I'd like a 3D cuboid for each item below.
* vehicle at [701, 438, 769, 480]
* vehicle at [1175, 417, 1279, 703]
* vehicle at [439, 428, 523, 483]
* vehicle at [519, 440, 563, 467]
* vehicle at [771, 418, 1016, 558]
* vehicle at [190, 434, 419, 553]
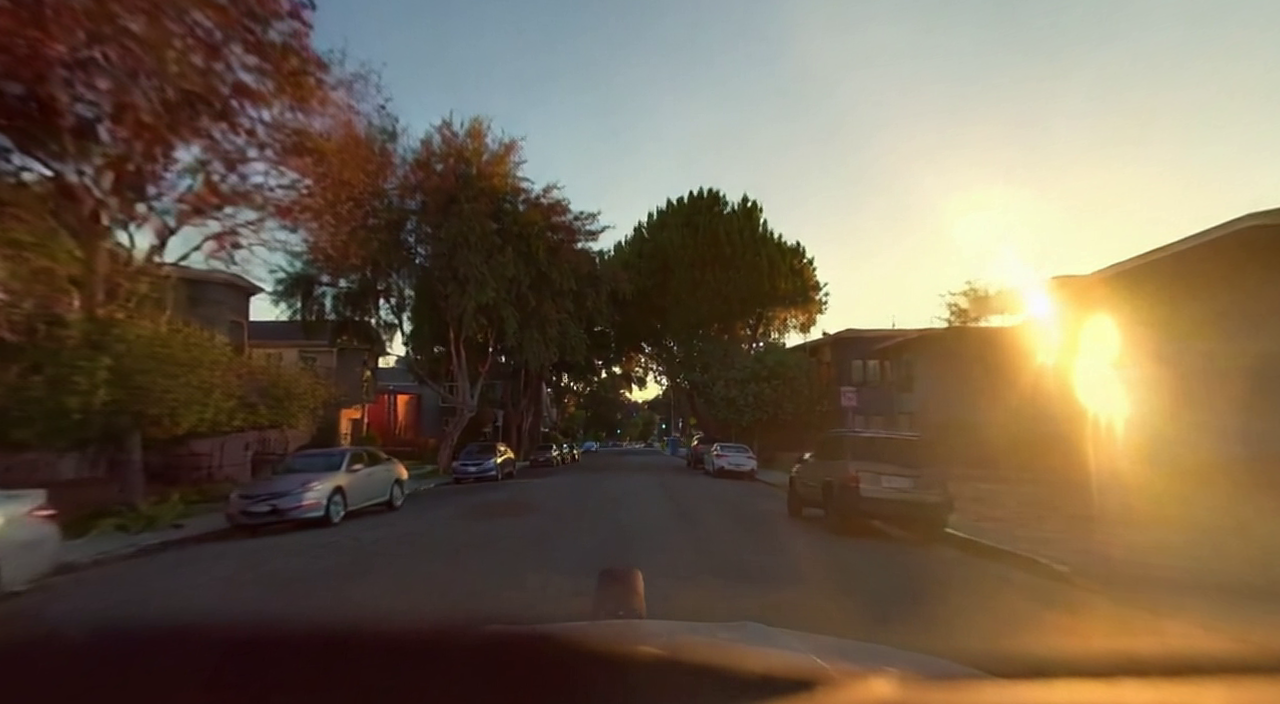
[{"bbox_3d":[3.643,4.175,24.990,1.968,1.505,4.368,0,-8,-1],"label":"vehicle"},{"bbox_3d":[3.487,0.727,0.608,1.881,1.482,4.531,0,-8,-2],"label":"vehicle"},{"bbox_3d":[-6.000,3.986,24.443,2.106,1.760,4.573,-4,-9,-2],"label":"vehicle"},{"bbox_3d":[-5.871,6.077,37.939,1.998,1.485,4.476,0,-8,-1],"label":"vehicle"},{"bbox_3d":[3.476,1.944,9.780,1.950,1.647,4.425,0,-8,0],"label":"vehicle"},{"bbox_3d":[-5.888,2.429,11.807,1.901,1.475,4.425,-5,-5,-1],"label":"vehicle"}]
